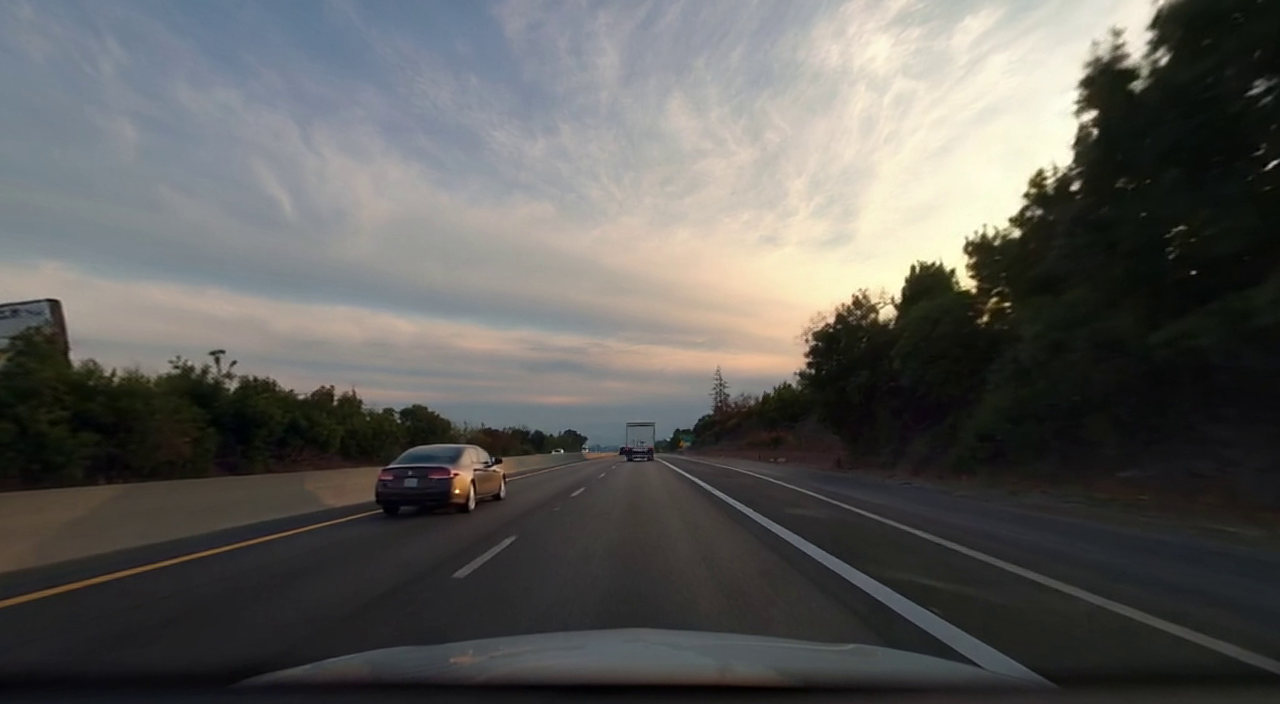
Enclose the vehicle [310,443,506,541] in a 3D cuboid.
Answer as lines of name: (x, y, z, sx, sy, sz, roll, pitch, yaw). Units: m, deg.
vehicle: (-3.927, 2.429, 11.580, 1.955, 1.438, 4.100, -1, -9, 1)
